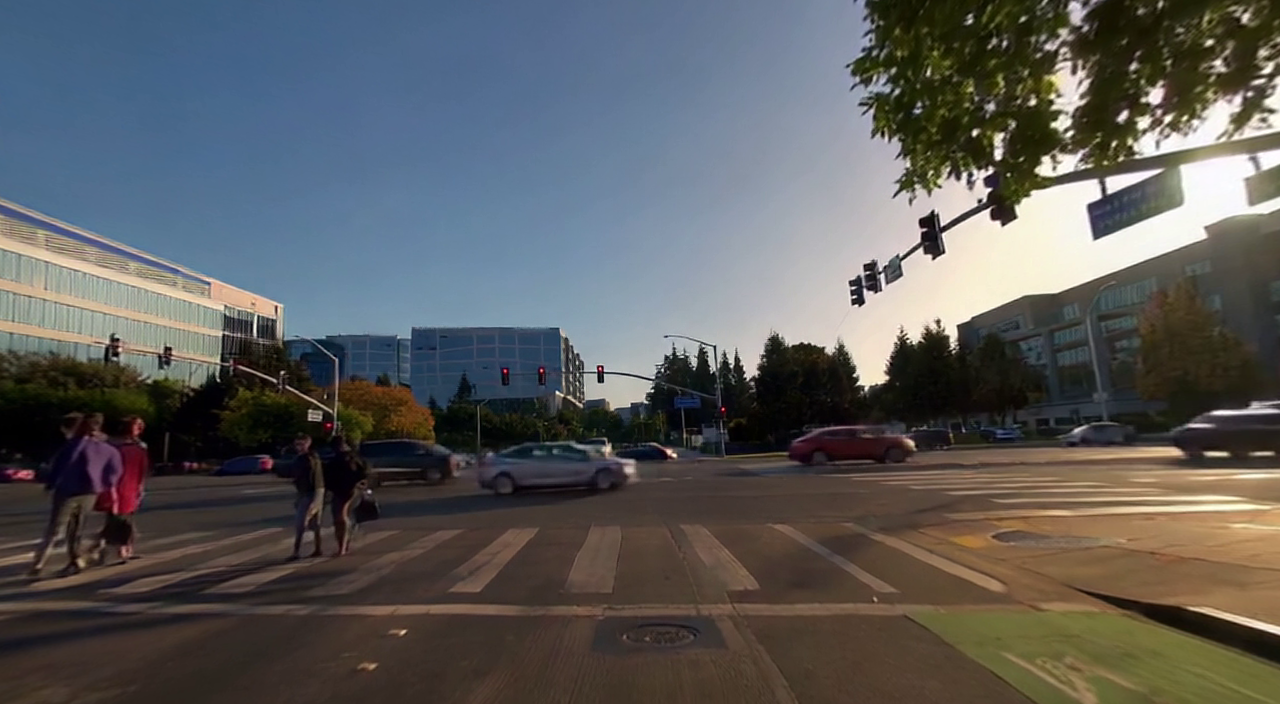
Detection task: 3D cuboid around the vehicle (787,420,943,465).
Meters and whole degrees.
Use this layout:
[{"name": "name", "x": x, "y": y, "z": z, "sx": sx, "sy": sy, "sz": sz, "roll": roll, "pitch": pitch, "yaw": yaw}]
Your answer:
[{"name": "vehicle", "x": 7.787, "y": 3.203, "z": 22.253, "sx": 4.793, "sy": 1.473, "sz": 1.878, "roll": -1, "pitch": -9, "yaw": 7}]

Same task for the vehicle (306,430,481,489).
[{"name": "vehicle", "x": -7.741, "y": 3.411, "z": 20.164, "sx": 4.673, "sy": 1.740, "sz": 2.150, "roll": -1, "pitch": -9, "yaw": 6}]

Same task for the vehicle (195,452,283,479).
[{"name": "vehicle", "x": -28.314, "y": 8.026, "z": 44.622, "sx": 4.939, "sy": 1.770, "sz": 2.001, "roll": -1, "pitch": -9, "yaw": 5}]

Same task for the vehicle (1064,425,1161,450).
[{"name": "vehicle", "x": 29.027, "y": 5.292, "z": 38.809, "sx": 4.377, "sy": 1.491, "sz": 1.734, "roll": -1, "pitch": -9, "yaw": 7}]

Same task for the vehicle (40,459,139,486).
[{"name": "vehicle", "x": -33.220, "y": 7.268, "z": 38.084, "sx": 4.459, "sy": 1.477, "sz": 1.754, "roll": -1, "pitch": -9, "yaw": 5}]

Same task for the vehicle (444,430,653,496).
[{"name": "vehicle", "x": -2.125, "y": 2.703, "z": 15.442, "sx": 4.715, "sy": 1.472, "sz": 1.905, "roll": -1, "pitch": -9, "yaw": 6}]

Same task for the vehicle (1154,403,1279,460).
[{"name": "vehicle", "x": 17.474, "y": 2.214, "z": 17.526, "sx": 4.494, "sy": 1.491, "sz": 1.906, "roll": -1, "pitch": -9, "yaw": 6}]
